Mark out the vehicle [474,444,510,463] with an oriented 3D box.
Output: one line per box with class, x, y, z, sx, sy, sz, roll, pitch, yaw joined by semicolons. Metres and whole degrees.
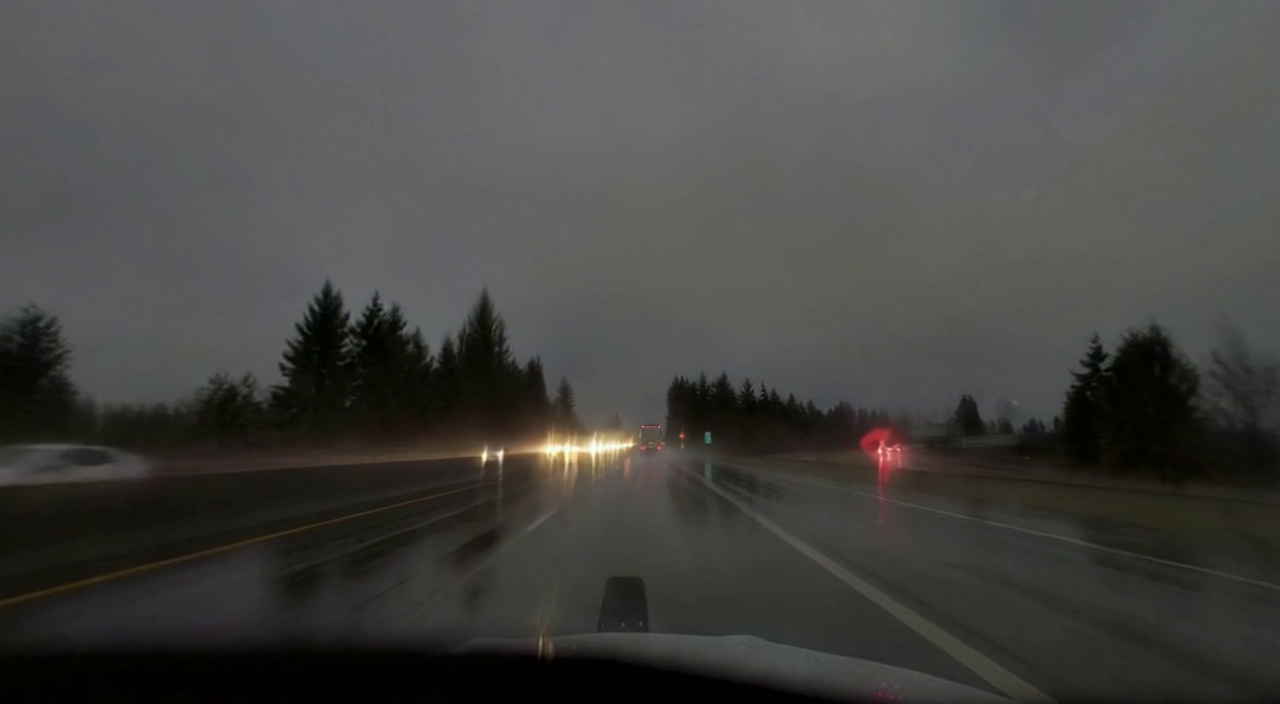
vehicle;-11.459;7.887;48.992;1.761;1.451;3.782;0;-9;1
